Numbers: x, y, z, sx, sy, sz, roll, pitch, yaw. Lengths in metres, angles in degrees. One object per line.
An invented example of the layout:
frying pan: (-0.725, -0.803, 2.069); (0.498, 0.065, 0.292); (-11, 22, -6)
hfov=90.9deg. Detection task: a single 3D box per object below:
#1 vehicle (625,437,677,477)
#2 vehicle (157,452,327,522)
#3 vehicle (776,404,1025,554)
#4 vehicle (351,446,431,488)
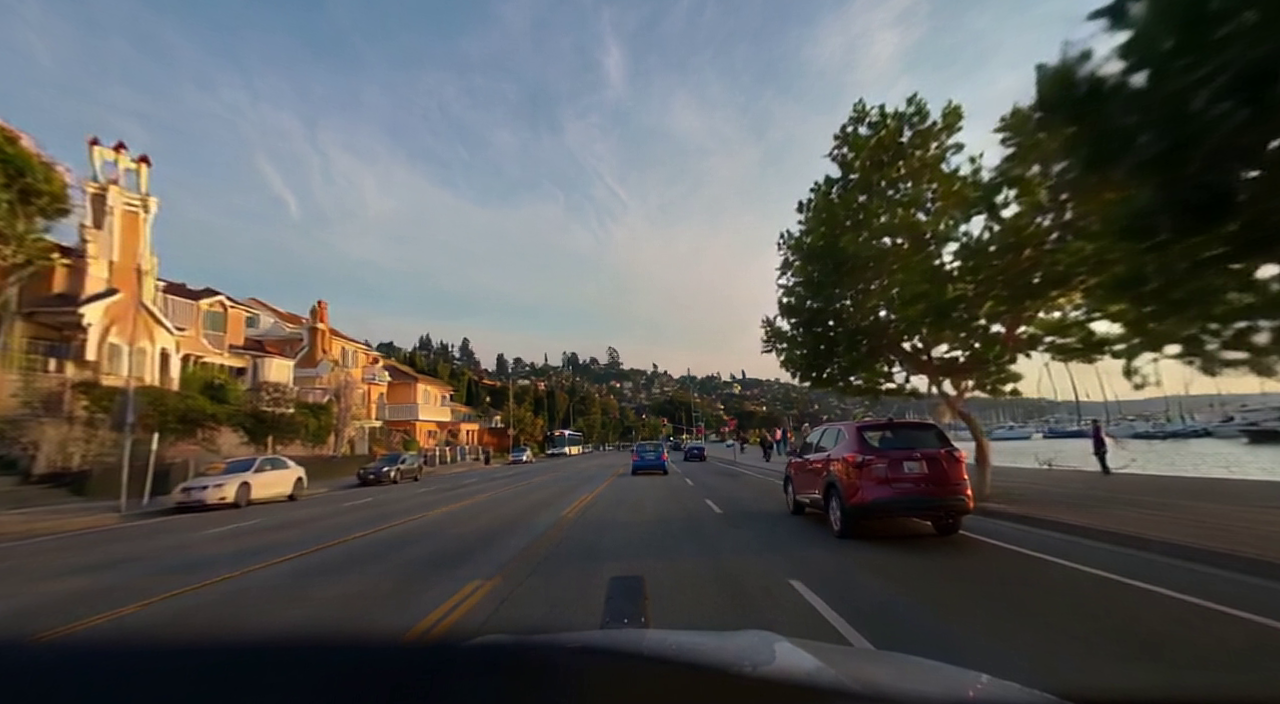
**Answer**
vehicle: (0.436, 4.612, 27.895); (2.132, 1.632, 3.838); (0, -8, 0)
vehicle: (-10.340, 3.485, 16.810); (2.025, 1.465, 3.959); (-2, -8, -1)
vehicle: (3.649, 1.869, 9.923); (2.000, 1.809, 4.405); (0, -8, 0)
vehicle: (-10.259, 4.733, 26.324); (1.701, 1.528, 3.881); (-1, -7, 1)
